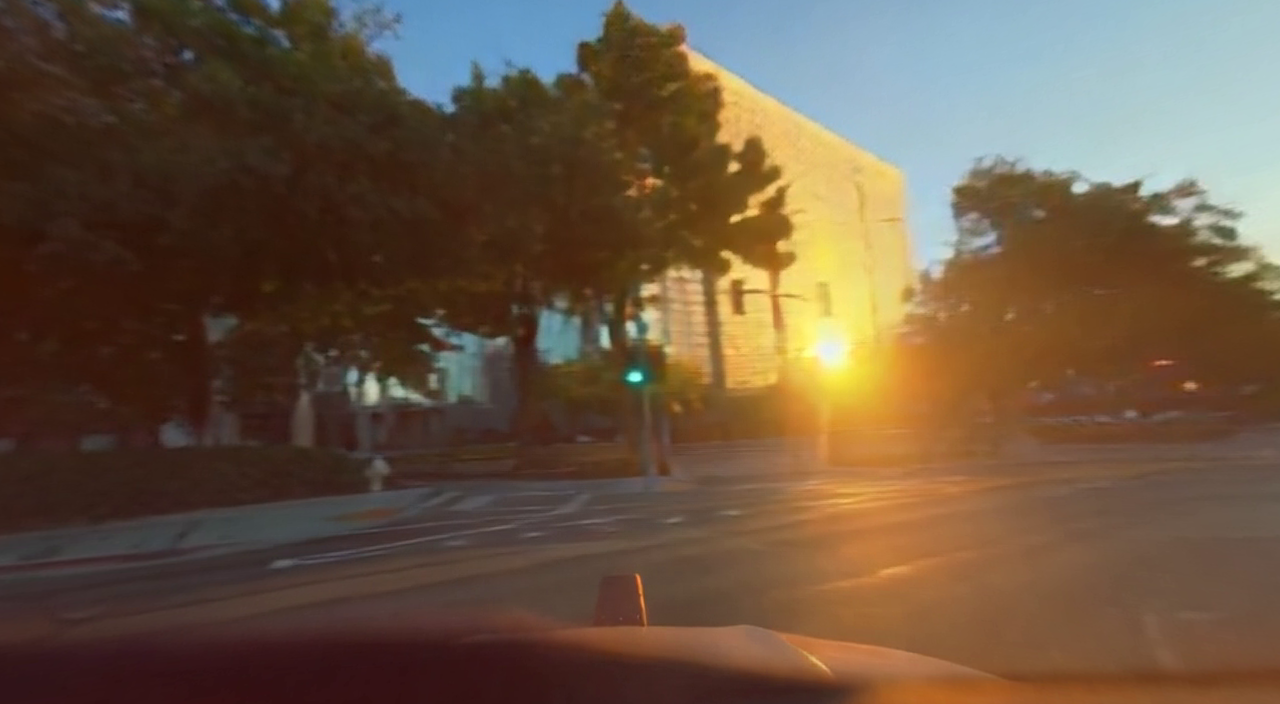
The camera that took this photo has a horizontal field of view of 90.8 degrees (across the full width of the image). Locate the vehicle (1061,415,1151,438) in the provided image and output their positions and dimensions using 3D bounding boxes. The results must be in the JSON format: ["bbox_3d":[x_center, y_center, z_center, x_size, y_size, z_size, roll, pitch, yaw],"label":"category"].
[{"bbox_3d":[36.735,5.925,49.977,5.497,1.631,1.849,-6,-10,36],"label":"vehicle"}]
